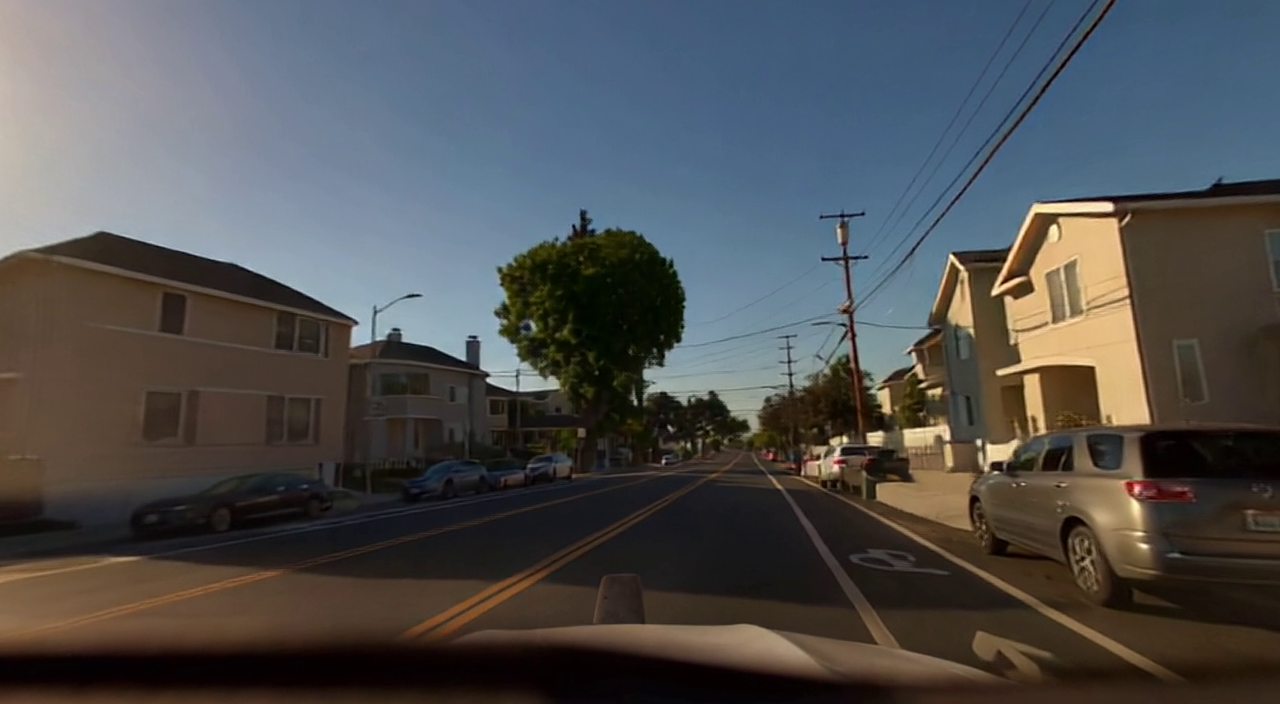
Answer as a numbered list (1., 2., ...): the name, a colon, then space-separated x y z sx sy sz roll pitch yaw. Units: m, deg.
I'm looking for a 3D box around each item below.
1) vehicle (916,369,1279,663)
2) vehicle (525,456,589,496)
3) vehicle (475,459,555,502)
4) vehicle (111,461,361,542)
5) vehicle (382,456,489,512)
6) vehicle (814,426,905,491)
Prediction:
1. vehicle: 4.895 1.433 6.778 2.199 1.885 5.461 -2 -9 10
2. vehicle: -4.867 7.389 37.992 2.282 2.060 5.738 -2 -9 9
3. vehicle: -6.185 6.422 32.117 2.089 1.837 5.499 -2 -9 10
4. vehicle: -9.429 3.507 15.493 2.136 1.431 5.197 -7 -11 10
5. vehicle: -7.626 4.926 24.059 1.937 1.837 4.414 -2 -9 11
6. vehicle: 8.196 4.021 24.218 2.330 2.160 5.550 -2 -9 9
